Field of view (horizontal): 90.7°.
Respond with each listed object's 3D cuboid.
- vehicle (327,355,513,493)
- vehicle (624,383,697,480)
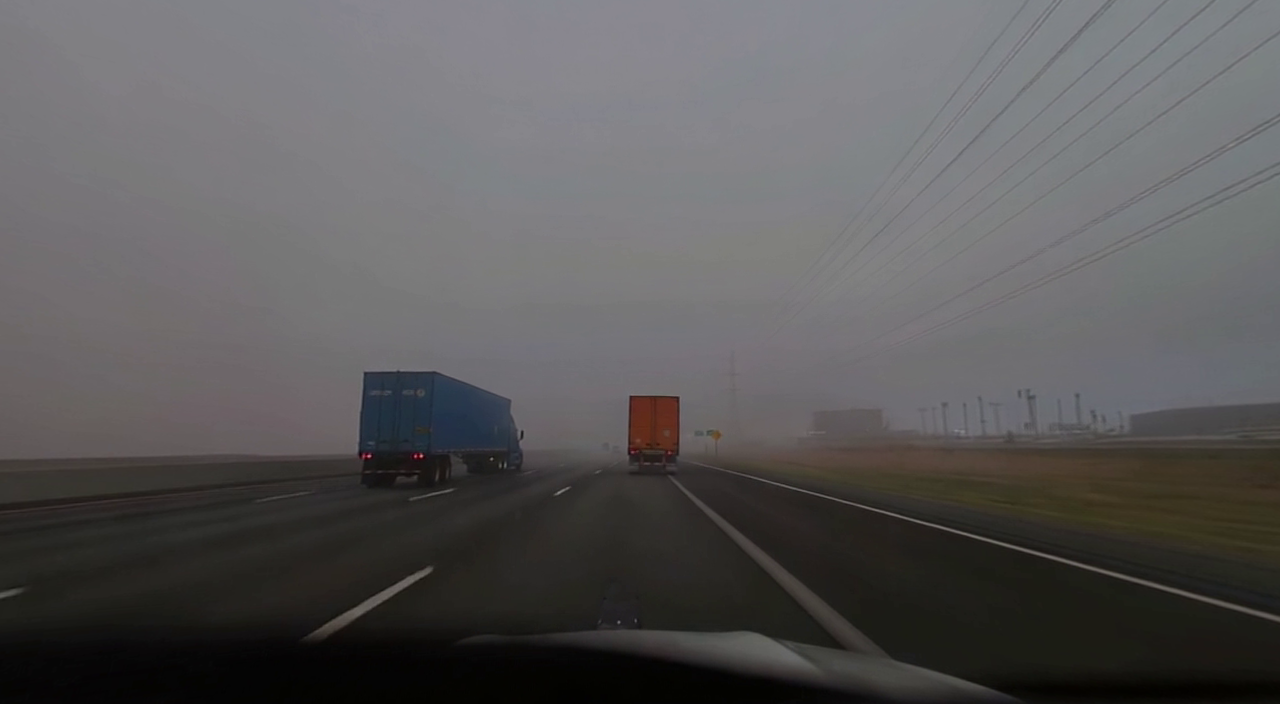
[{"bbox_3d":[-7.504,2.901,23.994,2.937,3.981,11.119,-1,-8,1],"label":"vehicle"},{"bbox_3d":[0.801,3.909,30.300,2.858,3.847,10.034,0,-9,0],"label":"vehicle"}]
